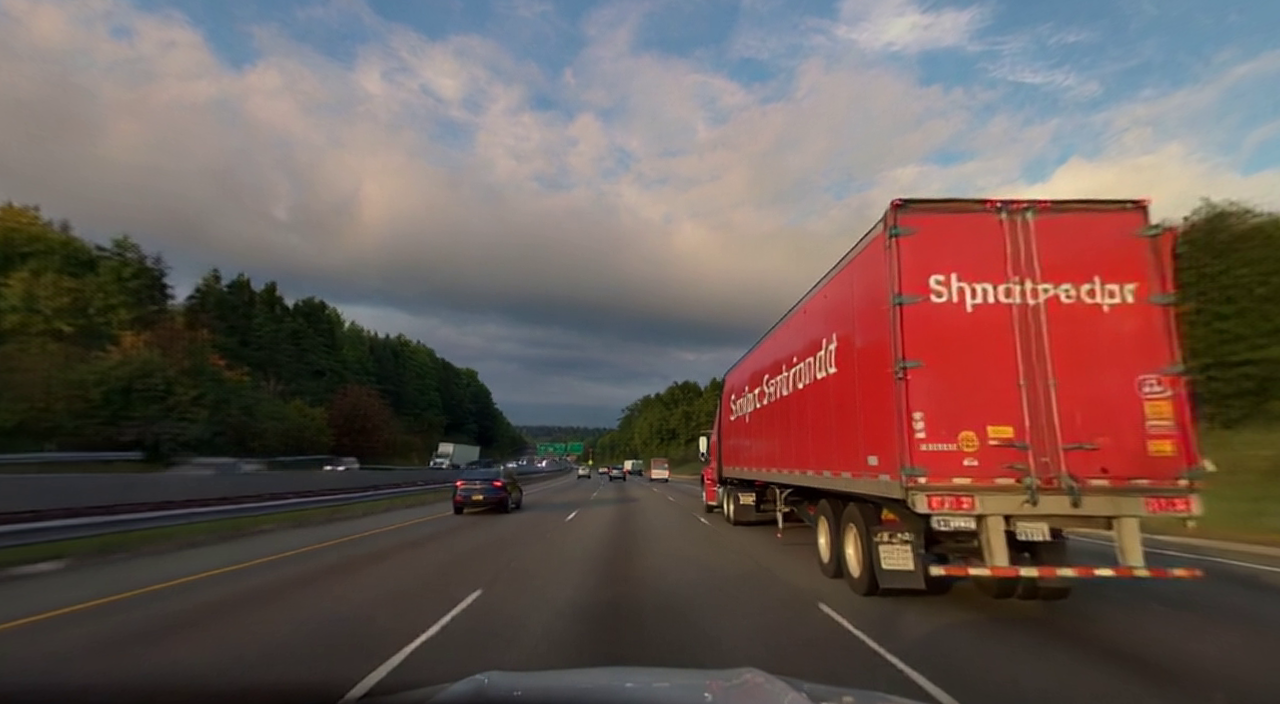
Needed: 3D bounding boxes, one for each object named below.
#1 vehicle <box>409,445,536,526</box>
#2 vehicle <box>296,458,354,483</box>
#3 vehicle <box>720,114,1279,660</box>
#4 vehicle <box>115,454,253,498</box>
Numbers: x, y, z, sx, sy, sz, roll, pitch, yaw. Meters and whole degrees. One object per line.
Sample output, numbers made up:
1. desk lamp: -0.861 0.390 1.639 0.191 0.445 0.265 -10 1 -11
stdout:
1. vehicle: -4.142 3.428 16.519 2.070 1.775 4.646 1 -10 -1
2. vehicle: -22.113 8.344 44.388 1.878 1.652 4.379 1 -10 -1
3. vehicle: 4.110 1.390 11.840 2.992 4.300 13.967 1 -10 -2
4. vehicle: -17.398 4.777 24.413 1.935 1.506 4.623 1 -10 -1
